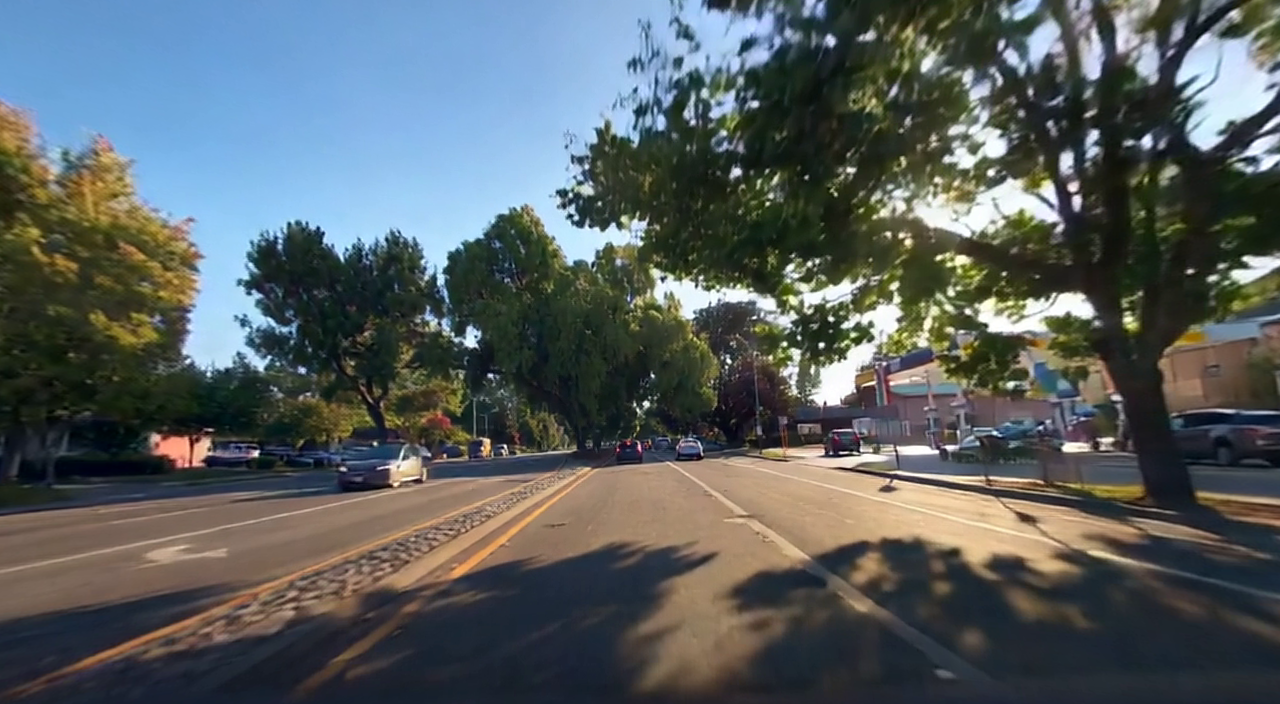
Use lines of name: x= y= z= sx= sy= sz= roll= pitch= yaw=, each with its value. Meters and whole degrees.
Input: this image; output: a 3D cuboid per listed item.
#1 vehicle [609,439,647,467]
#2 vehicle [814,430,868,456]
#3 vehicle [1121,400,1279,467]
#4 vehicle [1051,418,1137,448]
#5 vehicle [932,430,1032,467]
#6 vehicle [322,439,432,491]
vehicle: x=-0.646 y=5.712 z=35.978 sx=2.052 sy=1.488 sz=3.779 roll=0 pitch=-8 yaw=-1
vehicle: x=15.145 y=6.919 z=47.901 sx=2.368 sy=1.868 sz=4.724 roll=0 pitch=-9 yaw=-1
vehicle: x=19.639 y=2.816 z=21.503 sx=2.266 sy=1.973 sz=5.443 roll=0 pitch=-8 yaw=1
vehicle: x=33.510 y=6.071 z=46.895 sx=2.355 sy=2.034 sz=5.438 roll=0 pitch=-8 yaw=0
vehicle: x=15.145 y=4.318 z=28.305 sx=2.001 sy=1.479 sz=4.696 roll=0 pitch=-9 yaw=2
vehicle: x=-9.274 y=3.994 z=22.746 sx=2.121 sy=1.677 sz=4.324 roll=0 pitch=-9 yaw=0
